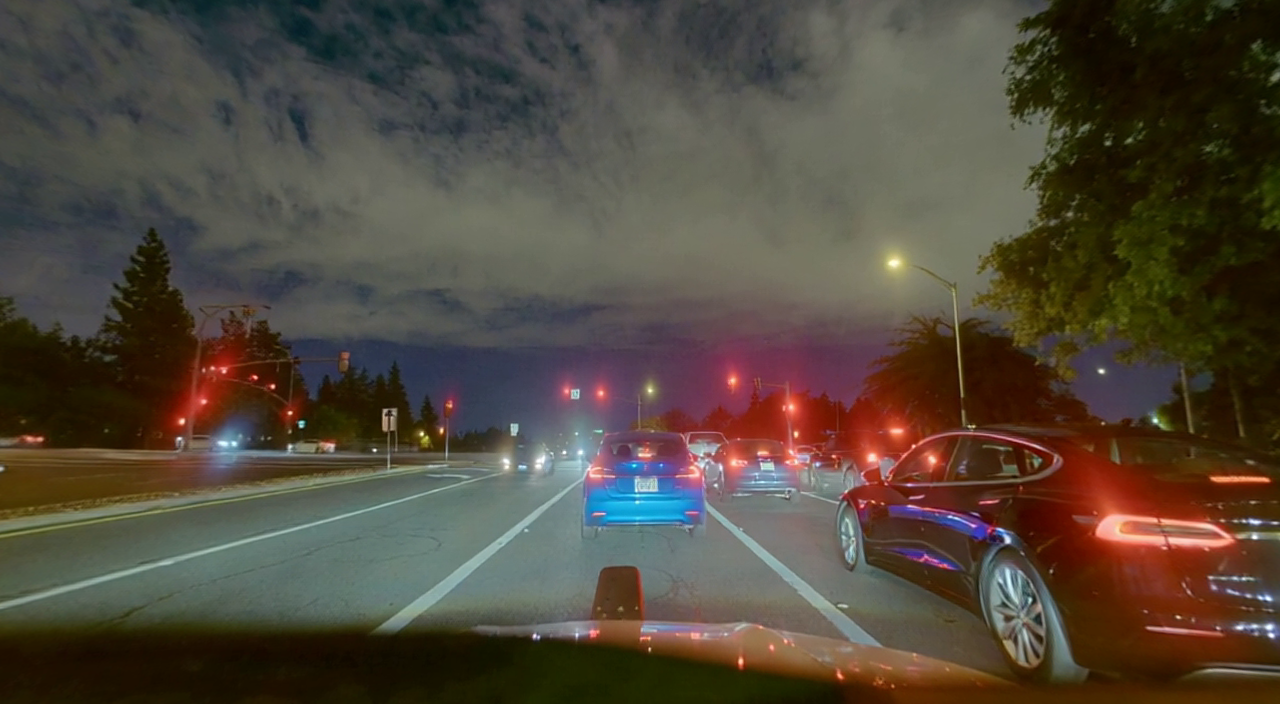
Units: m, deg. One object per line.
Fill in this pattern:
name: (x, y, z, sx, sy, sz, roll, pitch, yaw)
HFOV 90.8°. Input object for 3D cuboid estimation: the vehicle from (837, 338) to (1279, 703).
vehicle: (3.188, 1.105, 4.306, 2.167, 1.676, 4.443, 0, -8, -1)

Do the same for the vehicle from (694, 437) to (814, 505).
vehicle: (2.700, 2.932, 16.032, 2.058, 1.466, 4.208, 0, -8, -3)

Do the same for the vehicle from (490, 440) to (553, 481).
vehicle: (-4.630, 4.285, 25.261, 1.972, 1.457, 4.171, 0, -8, -4)

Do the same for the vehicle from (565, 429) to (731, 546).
vehicle: (0.032, 2.071, 10.391, 2.147, 1.499, 4.240, 0, -8, -2)

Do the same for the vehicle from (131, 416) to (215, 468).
vehicle: (-29.249, 5.628, 39.714, 2.608, 2.990, 3.026, 2, -8, 2)
